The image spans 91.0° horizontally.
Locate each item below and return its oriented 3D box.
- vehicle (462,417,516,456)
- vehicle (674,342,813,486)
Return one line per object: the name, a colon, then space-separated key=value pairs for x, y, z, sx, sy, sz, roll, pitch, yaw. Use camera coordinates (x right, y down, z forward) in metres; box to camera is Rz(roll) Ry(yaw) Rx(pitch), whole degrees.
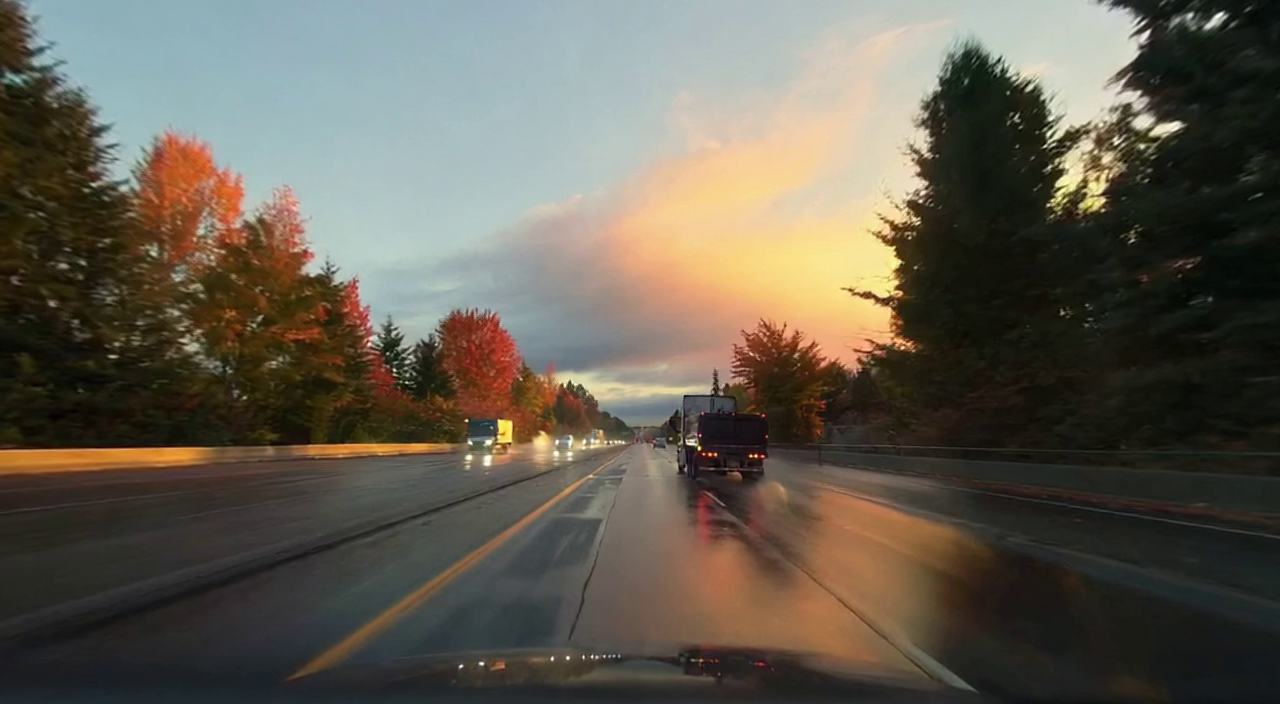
vehicle: x=-11.343 y=6.449 z=47.834 sx=2.322 sy=2.720 sz=6.848 roll=0 pitch=-8 yaw=1
vehicle: x=3.463 y=2.828 z=25.891 sx=3.691 sy=4.331 sz=13.909 roll=0 pitch=-8 yaw=1
